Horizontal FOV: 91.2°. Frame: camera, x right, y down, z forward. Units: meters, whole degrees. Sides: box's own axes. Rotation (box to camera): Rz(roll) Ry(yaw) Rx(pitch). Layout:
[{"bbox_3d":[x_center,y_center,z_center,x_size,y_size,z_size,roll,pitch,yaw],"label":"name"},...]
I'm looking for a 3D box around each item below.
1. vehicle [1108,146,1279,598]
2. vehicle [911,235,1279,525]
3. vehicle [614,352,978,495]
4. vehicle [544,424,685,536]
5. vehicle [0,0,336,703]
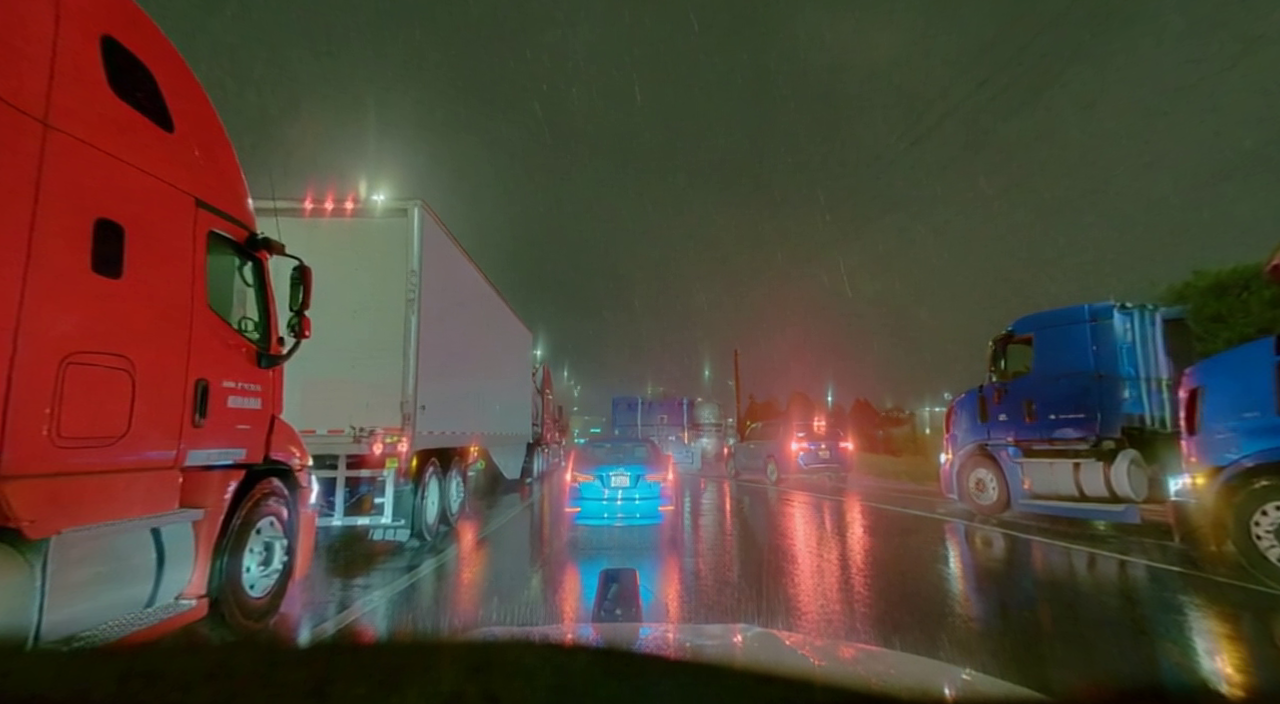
[{"bbox_3d":[11.163,-0.364,3.108,13.564,4.152,3.110,-9,-12,42],"label":"vehicle"},{"bbox_3d":[10.744,0.458,9.733,11.409,4.186,2.923,-8,-12,41],"label":"vehicle"},{"bbox_3d":[4.738,2.987,24.497,2.877,4.124,14.516,4,-10,-41],"label":"vehicle"},{"bbox_3d":[-0.402,2.270,11.631,2.140,1.682,3.971,0,-9,0],"label":"vehicle"},{"bbox_3d":[-3.953,-0.190,0.456,2.986,3.391,9.523,0,-9,-2],"label":"vehicle"}]
